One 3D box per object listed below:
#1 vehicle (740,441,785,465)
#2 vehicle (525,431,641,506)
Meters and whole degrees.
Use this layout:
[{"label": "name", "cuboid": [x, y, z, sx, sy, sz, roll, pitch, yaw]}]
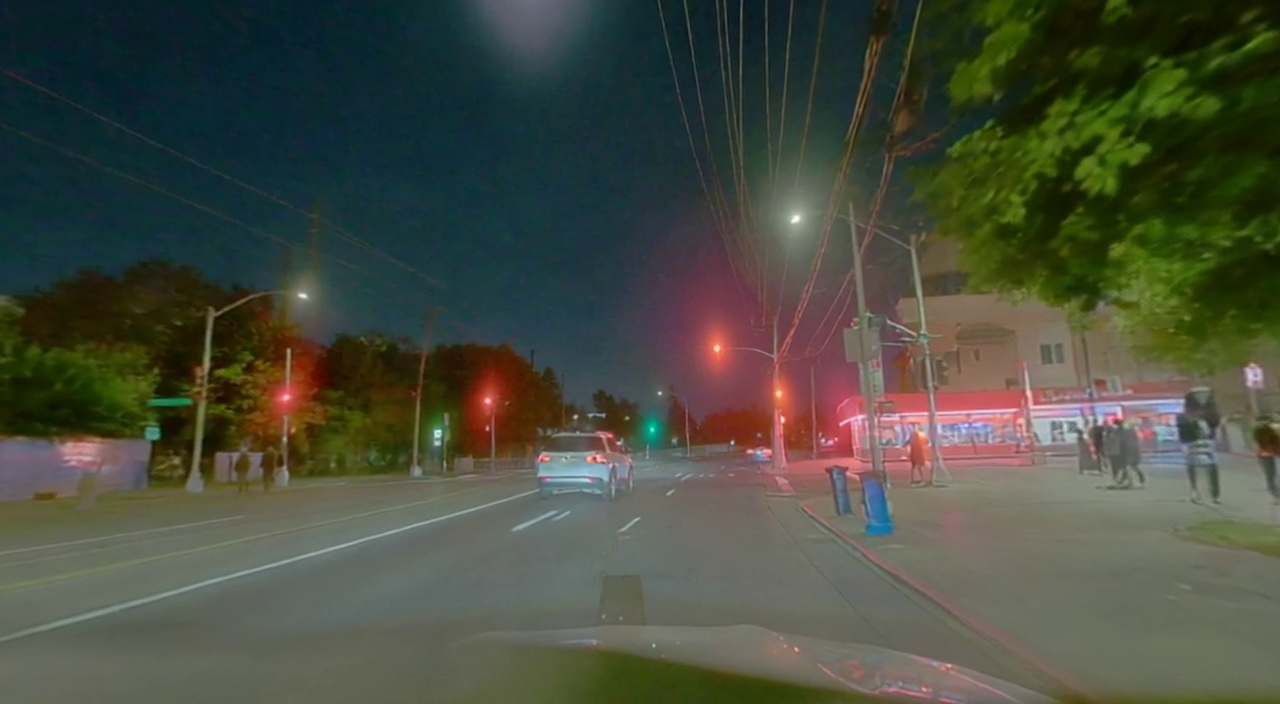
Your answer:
[{"label": "vehicle", "cuboid": [8.187, 6.680, 42.002, 2.006, 1.470, 4.099, -4, -9, 23]}, {"label": "vehicle", "cuboid": [-1.336, 3.049, 17.007, 2.101, 1.721, 4.364, -1, -9, 9]}]
